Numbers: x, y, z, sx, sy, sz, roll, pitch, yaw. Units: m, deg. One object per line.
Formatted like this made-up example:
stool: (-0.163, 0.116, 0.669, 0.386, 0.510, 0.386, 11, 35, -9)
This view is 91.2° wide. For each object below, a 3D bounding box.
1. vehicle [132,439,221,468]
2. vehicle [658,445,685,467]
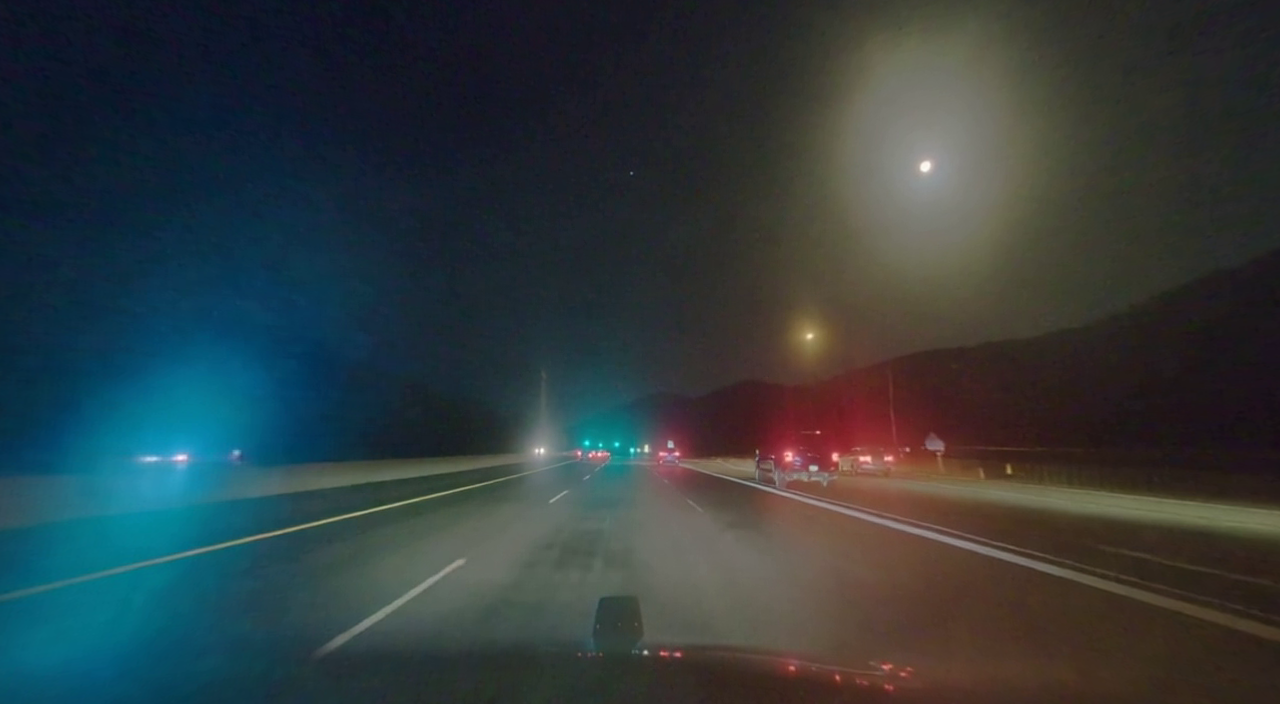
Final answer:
vehicle: (-24.530, 5.380, 33.328, 1.733, 1.452, 4.029, 0, -9, -2)
vehicle: (2.356, 7.898, 47.812, 1.895, 1.555, 4.030, 0, -9, 0)
